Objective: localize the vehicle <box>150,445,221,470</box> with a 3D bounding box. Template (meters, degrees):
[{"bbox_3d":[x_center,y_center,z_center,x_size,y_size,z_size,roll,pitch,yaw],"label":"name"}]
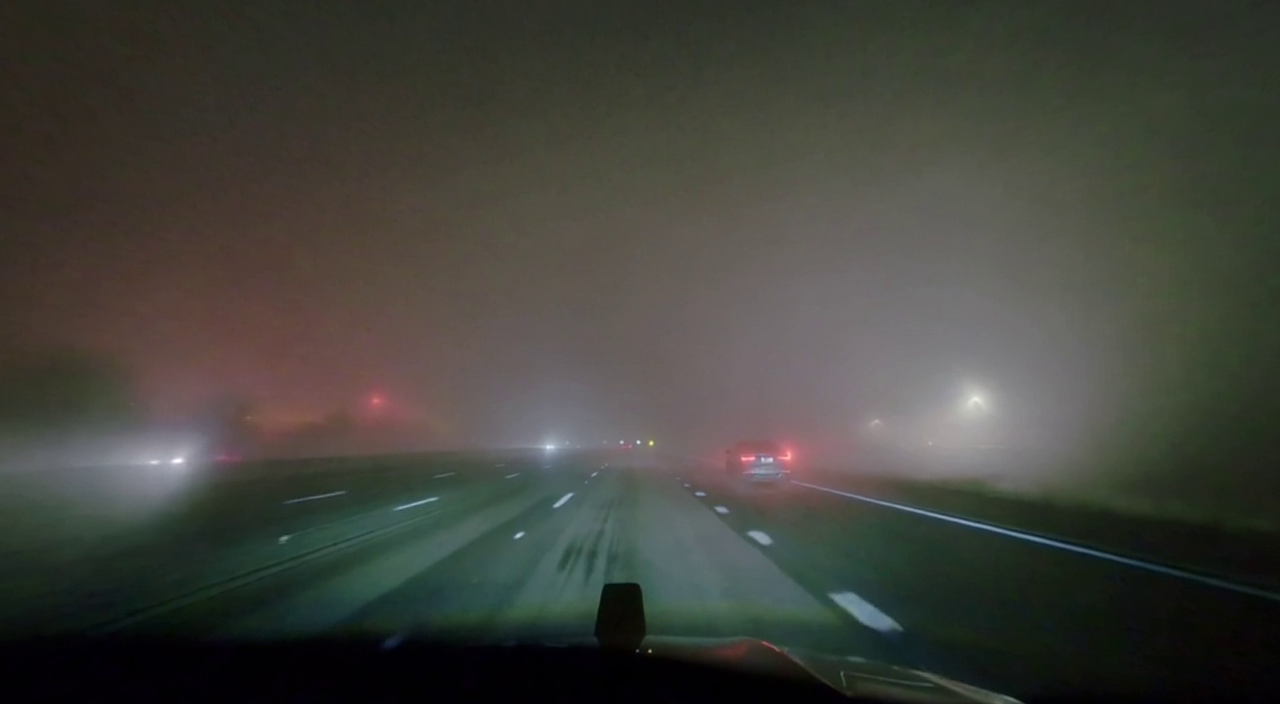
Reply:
[{"bbox_3d":[-33.046,7.644,45.802,1.898,1.680,4.533,0,-8,-2],"label":"vehicle"}]
